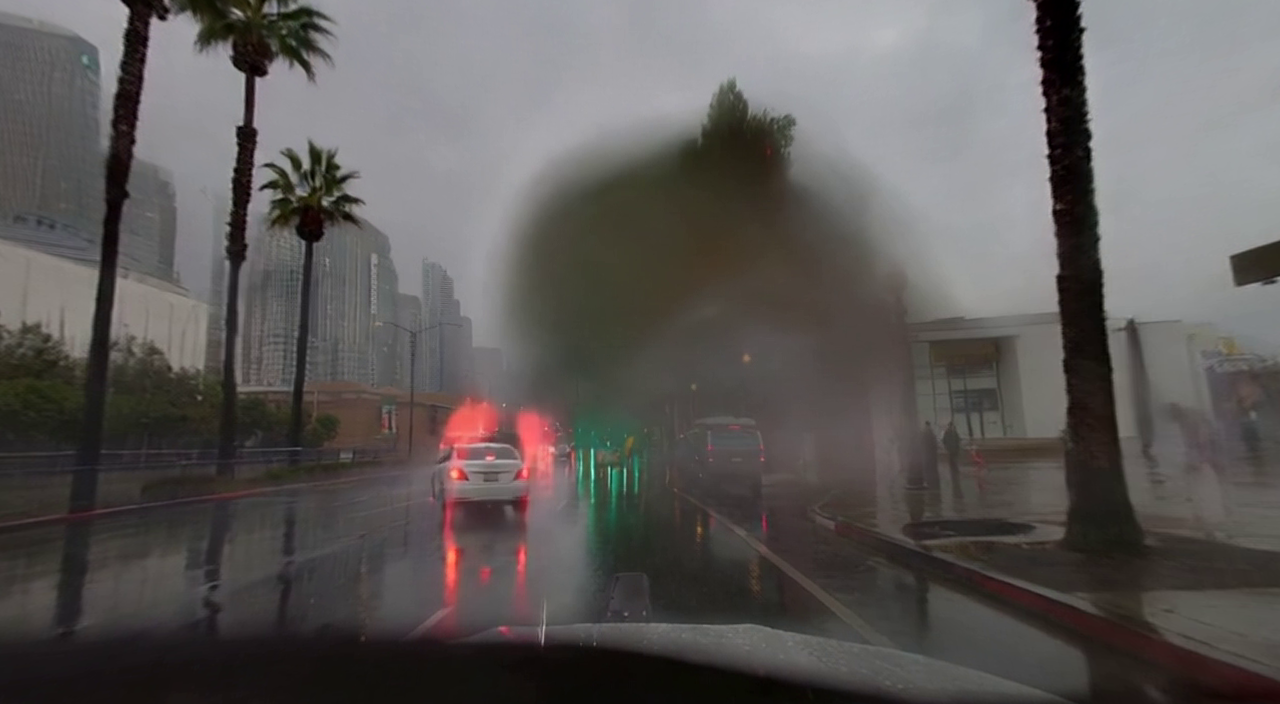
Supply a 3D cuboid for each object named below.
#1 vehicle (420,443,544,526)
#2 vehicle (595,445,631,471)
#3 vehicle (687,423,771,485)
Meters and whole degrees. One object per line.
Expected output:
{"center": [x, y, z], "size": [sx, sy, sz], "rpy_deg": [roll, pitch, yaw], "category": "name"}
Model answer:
{"center": [-3.656, 2.771, 13.929], "size": [1.930, 1.477, 4.657], "rpy_deg": [3, -9, -22], "category": "vehicle"}
{"center": [-1.655, 6.297, 37.699], "size": [1.972, 1.473, 4.000], "rpy_deg": [1, -9, -5], "category": "vehicle"}
{"center": [3.355, 4.008, 24.920], "size": [2.126, 2.167, 5.098], "rpy_deg": [0, -9, -5], "category": "vehicle"}
